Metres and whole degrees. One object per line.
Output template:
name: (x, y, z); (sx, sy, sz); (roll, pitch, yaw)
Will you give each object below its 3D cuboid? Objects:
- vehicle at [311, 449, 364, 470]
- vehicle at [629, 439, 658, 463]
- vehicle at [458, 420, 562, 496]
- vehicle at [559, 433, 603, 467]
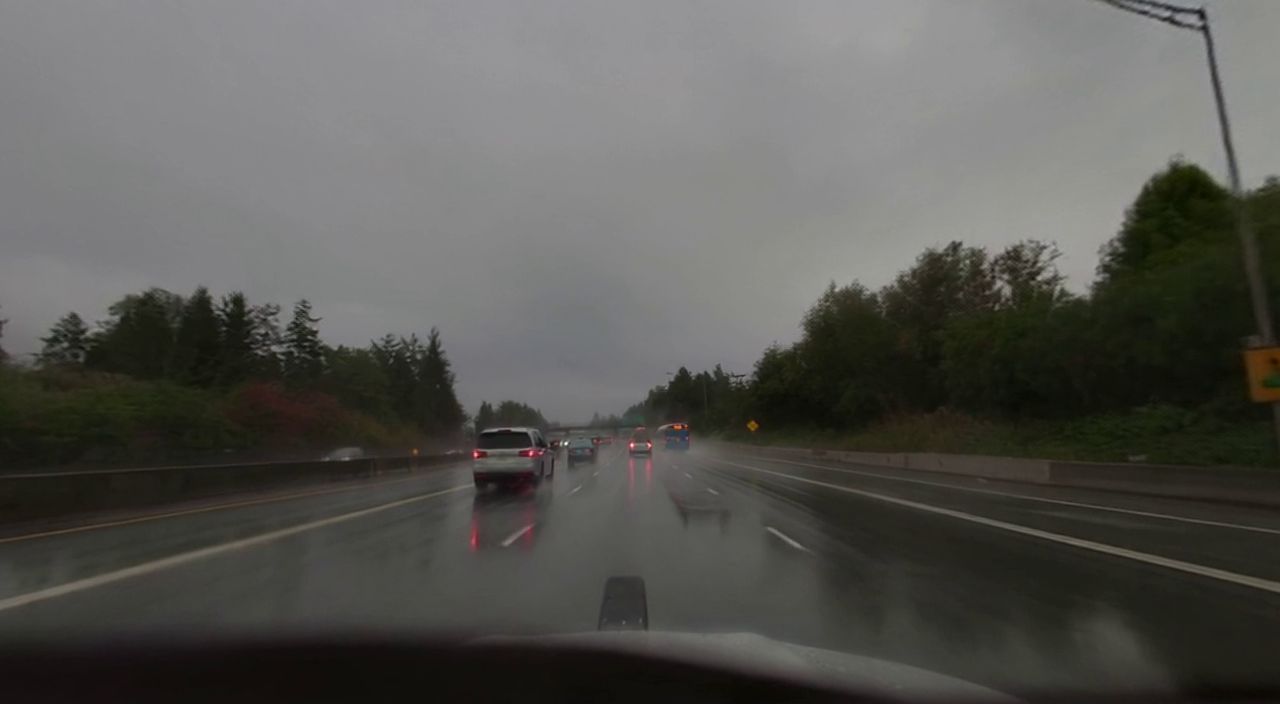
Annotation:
vehicle: (-23.204, 8.268, 48.576); (1.806, 1.464, 4.678); (-1, -9, 0)
vehicle: (0.225, 7.313, 46.740); (2.042, 1.632, 3.654); (-1, -9, 0)
vehicle: (-3.597, 3.057, 18.390); (2.016, 1.898, 4.458); (-1, -9, 1)
vehicle: (-3.438, 5.857, 37.640); (2.155, 1.843, 4.567); (-1, -9, 0)
